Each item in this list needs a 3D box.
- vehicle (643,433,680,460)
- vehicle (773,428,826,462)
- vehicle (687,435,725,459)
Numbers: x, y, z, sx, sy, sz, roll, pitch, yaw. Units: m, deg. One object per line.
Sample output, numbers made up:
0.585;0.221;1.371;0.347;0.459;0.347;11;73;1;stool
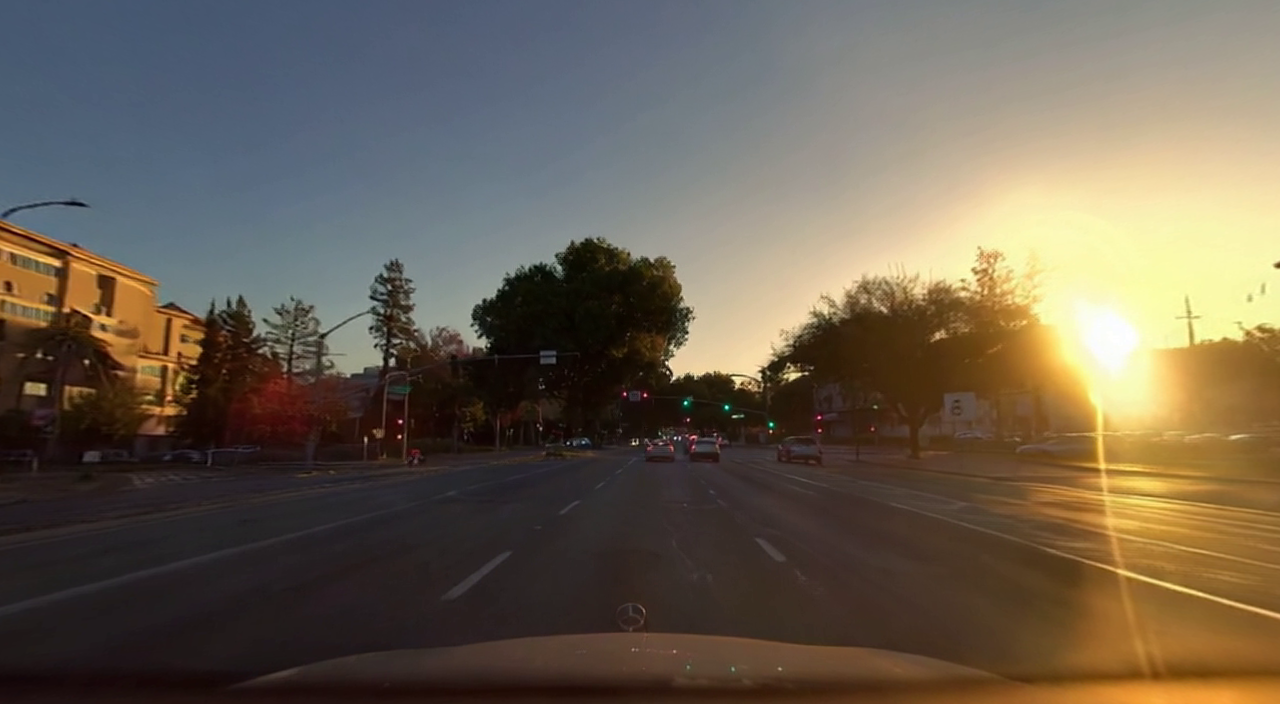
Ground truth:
1.300;5.723;38.064;2.099;1.516;4.681;0;-9;2;vehicle
9.537;5.595;38.065;2.132;1.892;4.851;-1;-8;3;vehicle
4.173;6.085;40.539;1.994;1.436;4.169;0;-9;0;vehicle
